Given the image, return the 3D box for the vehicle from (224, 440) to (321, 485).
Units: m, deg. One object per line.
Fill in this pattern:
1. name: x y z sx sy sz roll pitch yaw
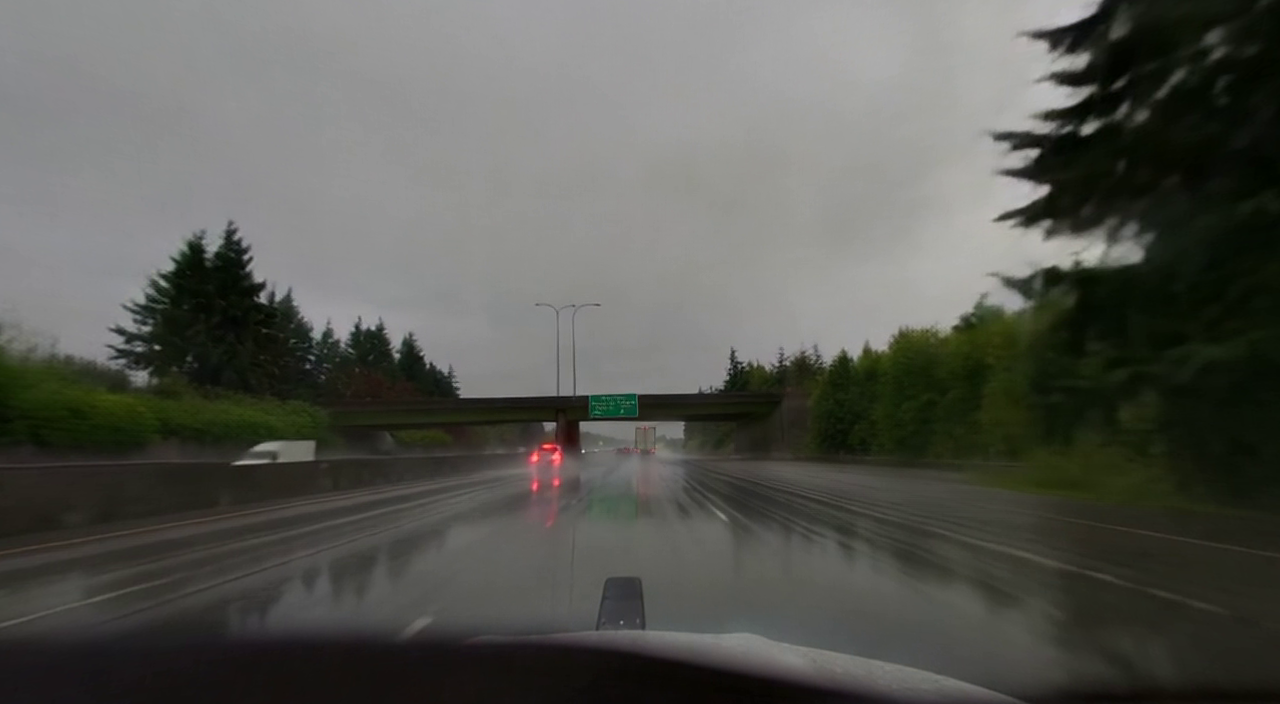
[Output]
1. vehicle: -22.566 6.788 39.113 2.360 2.500 5.895 0 -9 0

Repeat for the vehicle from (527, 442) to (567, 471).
1. vehicle: -6.756 7.674 46.438 2.195 1.940 5.154 0 -9 0
